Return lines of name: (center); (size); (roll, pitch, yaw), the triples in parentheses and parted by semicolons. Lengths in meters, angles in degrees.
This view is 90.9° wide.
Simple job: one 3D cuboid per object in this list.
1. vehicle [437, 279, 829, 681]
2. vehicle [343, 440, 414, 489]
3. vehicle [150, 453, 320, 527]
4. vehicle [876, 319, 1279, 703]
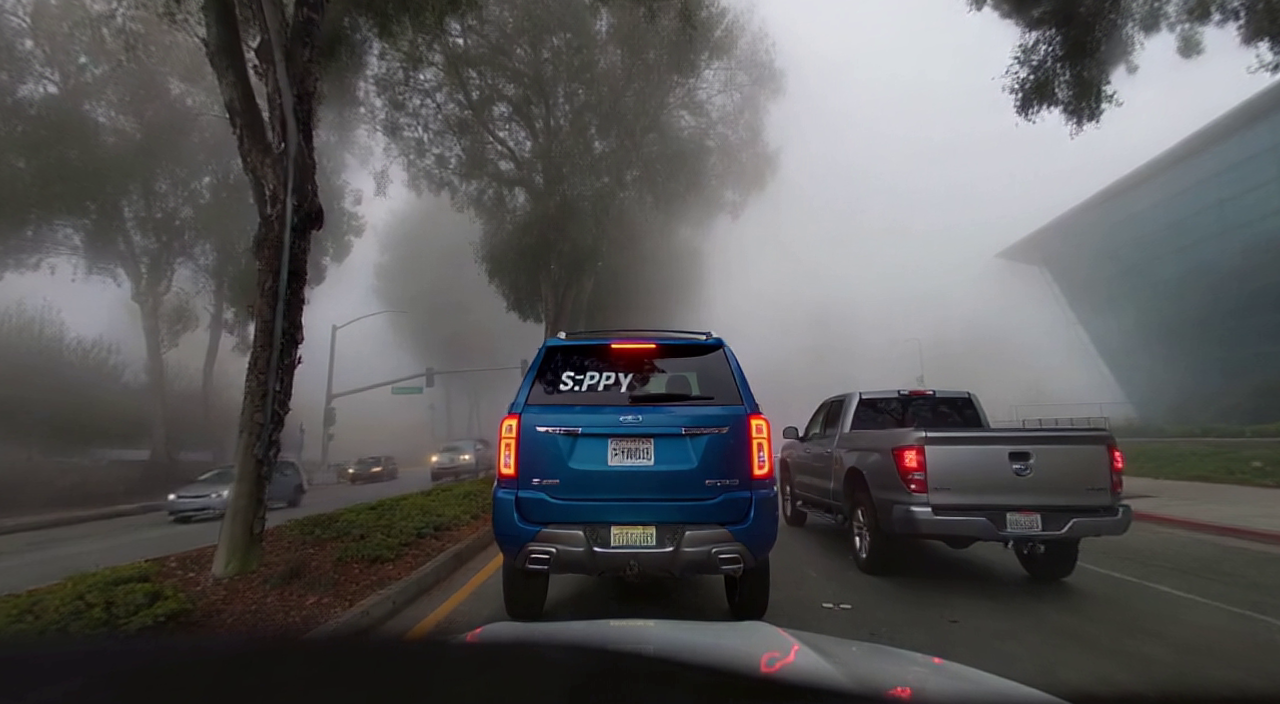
vehicle: (0.010, 1.036, 5.978); (2.267, 2.372, 4.366); (0, -8, 2)
vehicle: (-15.653, 6.731, 38.123); (1.924, 2.730, 5.024); (0, -8, 2)
vehicle: (-12.150, 4.116, 19.449); (1.965, 1.897, 4.821); (0, -8, 1)
vehicle: (3.082, 0.984, 3.467); (2.022, 1.700, 4.410); (0, -8, 3)
